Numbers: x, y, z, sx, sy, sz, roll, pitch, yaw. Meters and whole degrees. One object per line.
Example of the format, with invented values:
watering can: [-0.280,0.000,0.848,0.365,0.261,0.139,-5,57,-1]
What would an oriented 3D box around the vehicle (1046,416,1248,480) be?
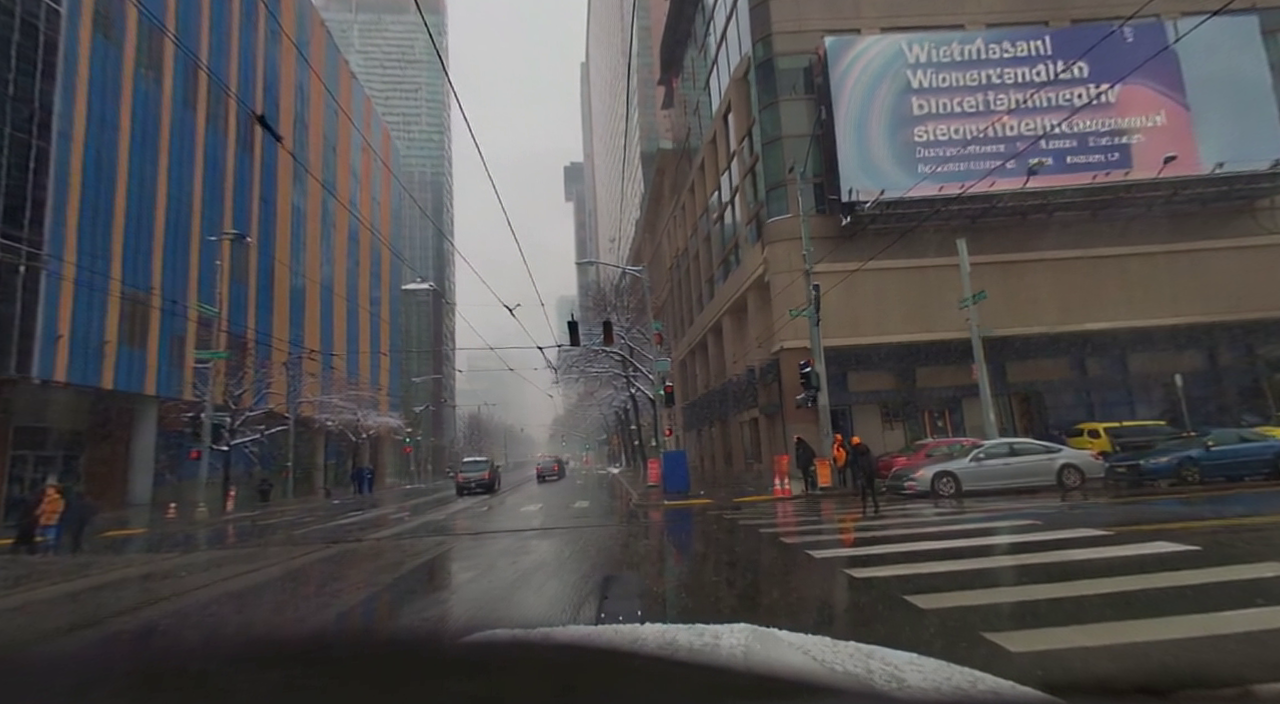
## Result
vehicle: [16.311,3.119,20.494,4.944,1.946,1.952,1,-8,-4]

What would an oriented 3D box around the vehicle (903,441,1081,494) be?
vehicle: [10.958,3.586,19.844,4.697,1.510,1.596,0,-9,-6]

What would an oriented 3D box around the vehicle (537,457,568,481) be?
vehicle: [-5.935,7.990,43.315,1.797,1.490,4.549,0,-9,-4]

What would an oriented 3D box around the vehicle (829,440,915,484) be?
vehicle: [9.459,4.548,26.123,1.856,1.627,4.098,1,-10,-2]

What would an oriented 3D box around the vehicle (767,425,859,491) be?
vehicle: [6.898,4.225,25.817,2.316,2.425,4.466,1,-7,-3]

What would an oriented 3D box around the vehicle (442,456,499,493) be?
vehicle: [-9.306,6.718,35.075,2.121,1.792,4.510,0,-9,-3]
